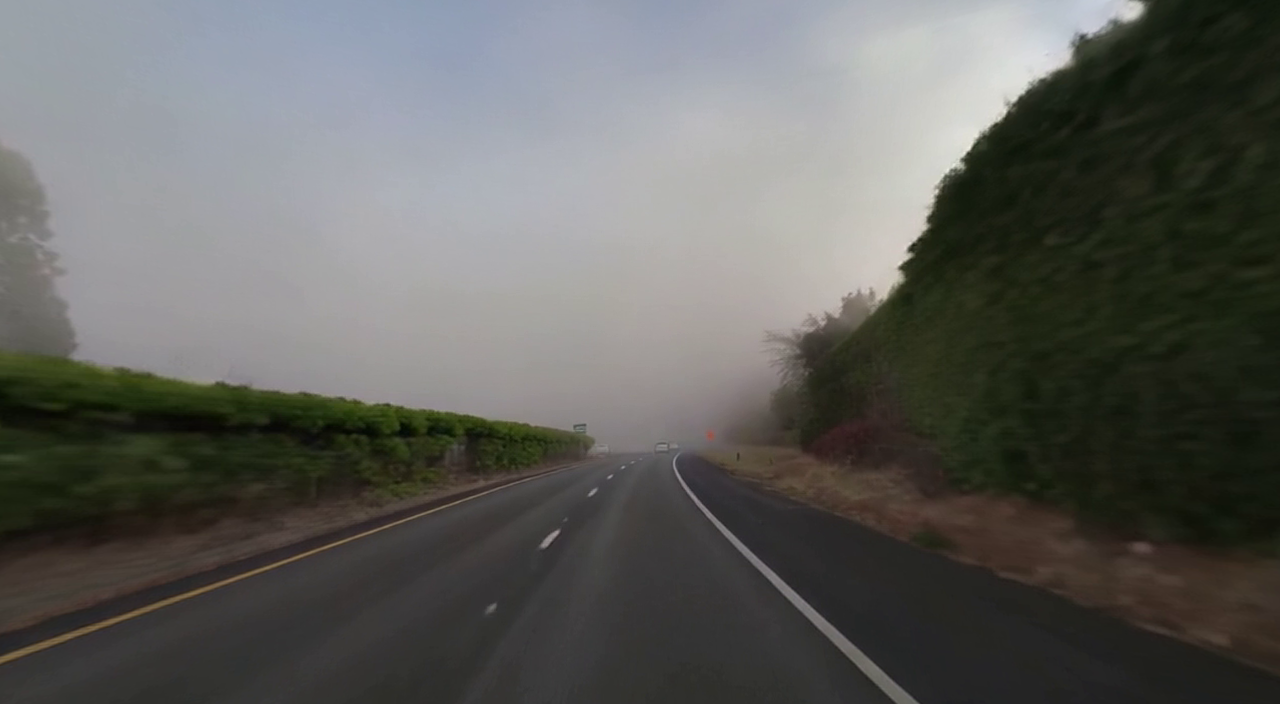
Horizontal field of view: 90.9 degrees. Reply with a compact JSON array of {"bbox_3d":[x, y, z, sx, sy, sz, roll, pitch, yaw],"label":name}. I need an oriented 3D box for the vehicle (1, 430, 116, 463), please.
[{"bbox_3d":[-40.639,6.588,44.281,2.051,2.134,5.638,-1,-8,10],"label":"vehicle"}]

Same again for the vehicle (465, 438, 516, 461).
[{"bbox_3d":[-10.809,7.066,45.900,2.141,1.612,3.998,-2,-8,11],"label":"vehicle"}]
